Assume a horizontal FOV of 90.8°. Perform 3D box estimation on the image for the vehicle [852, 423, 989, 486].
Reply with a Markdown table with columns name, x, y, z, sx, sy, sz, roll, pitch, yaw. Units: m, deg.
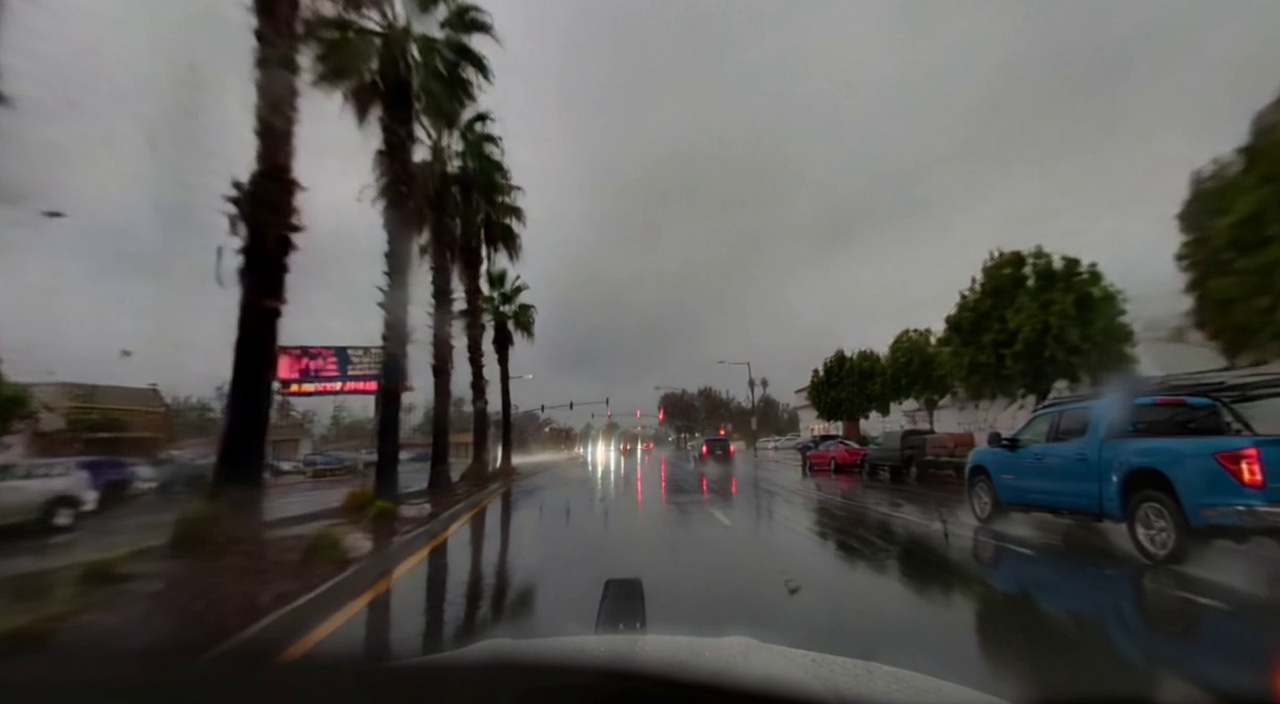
| name | x | y | z | sx | sy | sz | roll | pitch | yaw |
| --- | --- | --- | --- | --- | --- | --- | --- | --- | --- |
| vehicle | 10.420 | 3.890 | 24.208 | 2.417 | 2.061 | 5.980 | 0 | -9 | -1 |

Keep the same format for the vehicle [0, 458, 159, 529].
| name | x | y | z | sx | sy | sz | roll | pitch | yaw |
| --- | --- | --- | --- | --- | --- | --- | --- | --- | --- |
| vehicle | -15.324 | 3.522 | 16.144 | 2.174 | 1.509 | 4.958 | -1 | -9 | 0 |

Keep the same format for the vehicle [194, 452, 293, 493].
| name | x | y | z | sx | sy | sz | roll | pitch | yaw |
| --- | --- | --- | --- | --- | --- | --- | --- | --- | --- |
| vehicle | -19.004 | 5.772 | 30.580 | 1.913 | 1.679 | 4.543 | -3 | -9 | 0 |

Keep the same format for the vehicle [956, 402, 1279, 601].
| name | x | y | z | sx | sy | sz | roll | pitch | yaw |
| --- | --- | --- | --- | --- | --- | --- | --- | --- | --- |
| vehicle | 6.294 | 1.598 | 7.632 | 2.140 | 1.606 | 5.437 | 0 | -9 | 0 |

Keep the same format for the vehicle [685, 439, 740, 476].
| name | x | y | z | sx | sy | sz | roll | pitch | yaw |
| --- | --- | --- | --- | --- | --- | --- | --- | --- | --- |
| vehicle | 3.231 | 4.828 | 29.076 | 1.889 | 1.541 | 4.303 | 0 | -9 | -2 |
